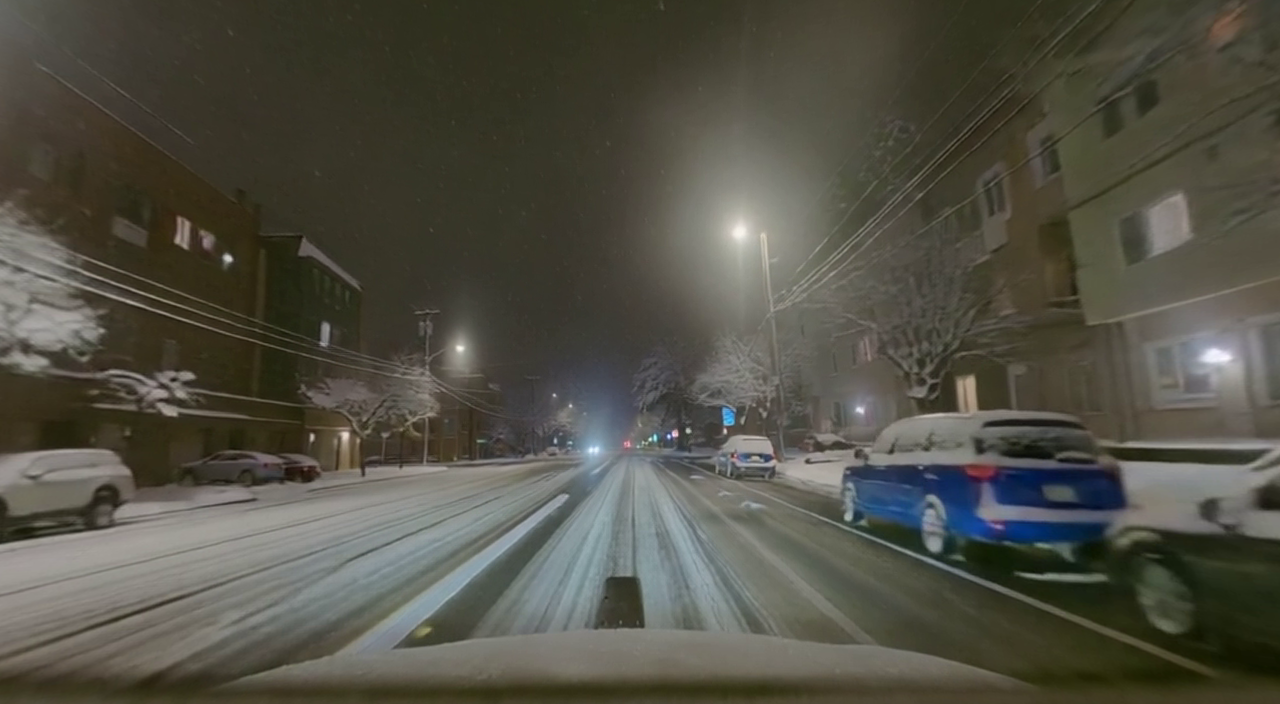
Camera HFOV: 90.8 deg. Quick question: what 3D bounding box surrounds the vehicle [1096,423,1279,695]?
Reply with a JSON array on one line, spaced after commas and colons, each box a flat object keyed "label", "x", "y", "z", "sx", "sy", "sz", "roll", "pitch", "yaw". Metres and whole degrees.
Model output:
[{"label": "vehicle", "x": 4.542, "y": 1.004, "z": 2.512, "sx": 1.923, "sy": 1.493, "sz": 4.628, "roll": 0, "pitch": -8, "yaw": -1}]

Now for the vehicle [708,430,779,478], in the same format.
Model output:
[{"label": "vehicle", "x": 4.339, "y": 4.363, "z": 27.248, "sx": 2.052, "sy": 1.859, "sz": 4.778, "roll": 1, "pitch": -8, "yaw": -3}]

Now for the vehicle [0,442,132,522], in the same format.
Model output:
[{"label": "vehicle", "x": -17.774, "y": 3.493, "z": 17.345, "sx": 5.645, "sy": 1.996, "sz": 2.259, "roll": 0, "pitch": -8, "yaw": 0}]

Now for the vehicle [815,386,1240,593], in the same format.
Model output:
[{"label": "vehicle", "x": 4.531, "y": 1.741, "z": 9.027, "sx": 2.254, "sy": 1.968, "sz": 5.838, "roll": 0, "pitch": -8, "yaw": -1}]

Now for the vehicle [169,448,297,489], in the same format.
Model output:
[{"label": "vehicle", "x": -18.471, "y": 5.276, "z": 28.856, "sx": 4.397, "sy": 1.768, "sz": 1.956, "roll": 1, "pitch": -8, "yaw": -4}]
